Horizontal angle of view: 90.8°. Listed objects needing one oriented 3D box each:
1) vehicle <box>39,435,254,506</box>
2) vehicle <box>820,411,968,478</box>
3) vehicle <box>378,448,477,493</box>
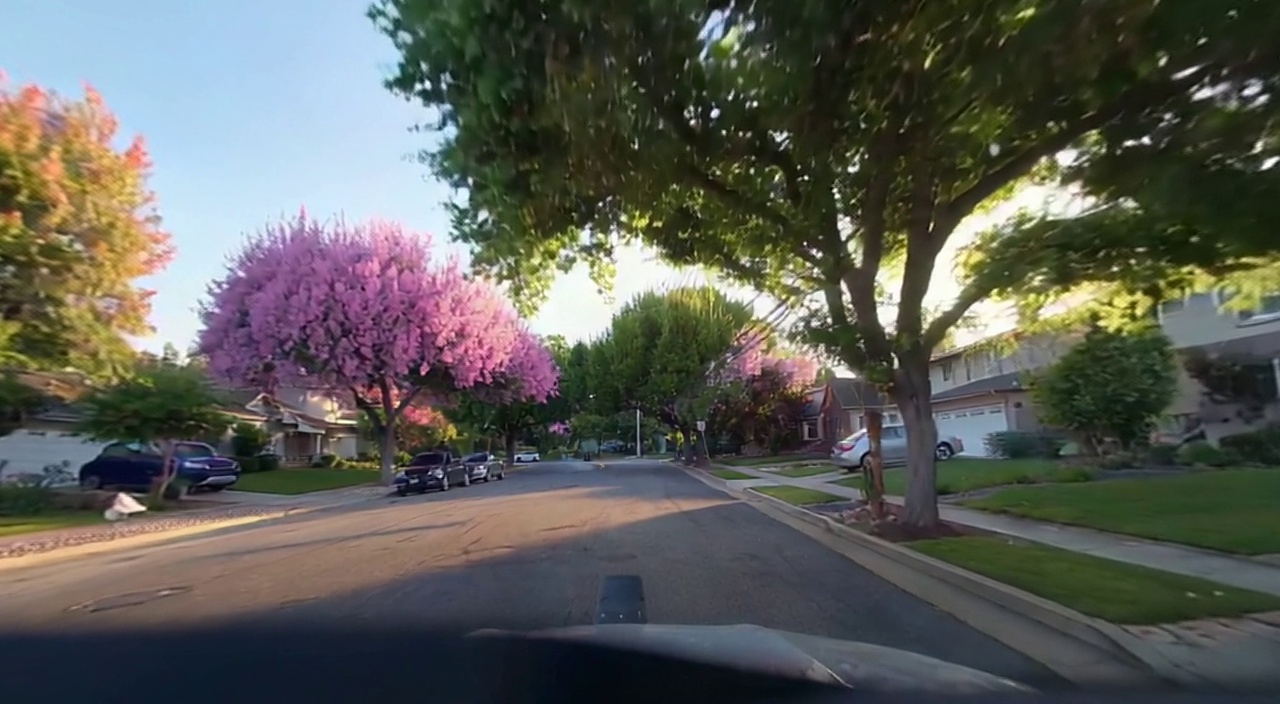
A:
[{"bbox_3d":[-14.359,3.451,18.620,4.538,1.687,1.955,4,-9,-1],"label":"vehicle"},{"bbox_3d":[8.512,3.141,21.471,4.025,1.738,1.920,-6,-9,-1],"label":"vehicle"},{"bbox_3d":[-7.708,4.319,23.492,2.034,1.493,4.524,0,-8,1],"label":"vehicle"}]
